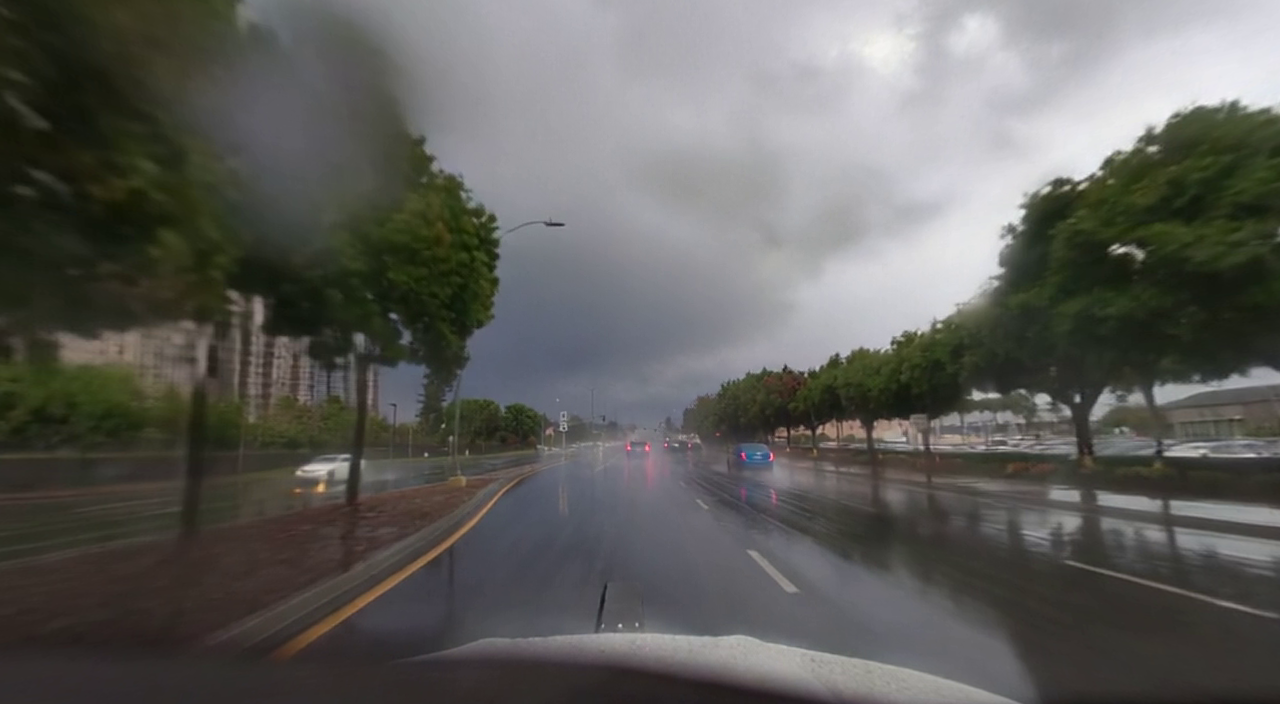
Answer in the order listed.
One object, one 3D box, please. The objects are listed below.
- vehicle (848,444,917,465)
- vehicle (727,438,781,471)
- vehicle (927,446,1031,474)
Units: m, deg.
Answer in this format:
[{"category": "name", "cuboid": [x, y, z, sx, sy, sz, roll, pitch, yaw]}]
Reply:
[{"category": "vehicle", "cuboid": [18.997, 8.031, 49.423, 4.644, 1.552, 1.980, 0, -9, 2]}, {"category": "vehicle", "cuboid": [6.525, 5.948, 36.698, 2.136, 1.799, 4.796, 0, -9, -2]}, {"category": "vehicle", "cuboid": [19.058, 6.073, 35.487, 4.683, 1.462, 1.995, 0, -9, 0]}]
